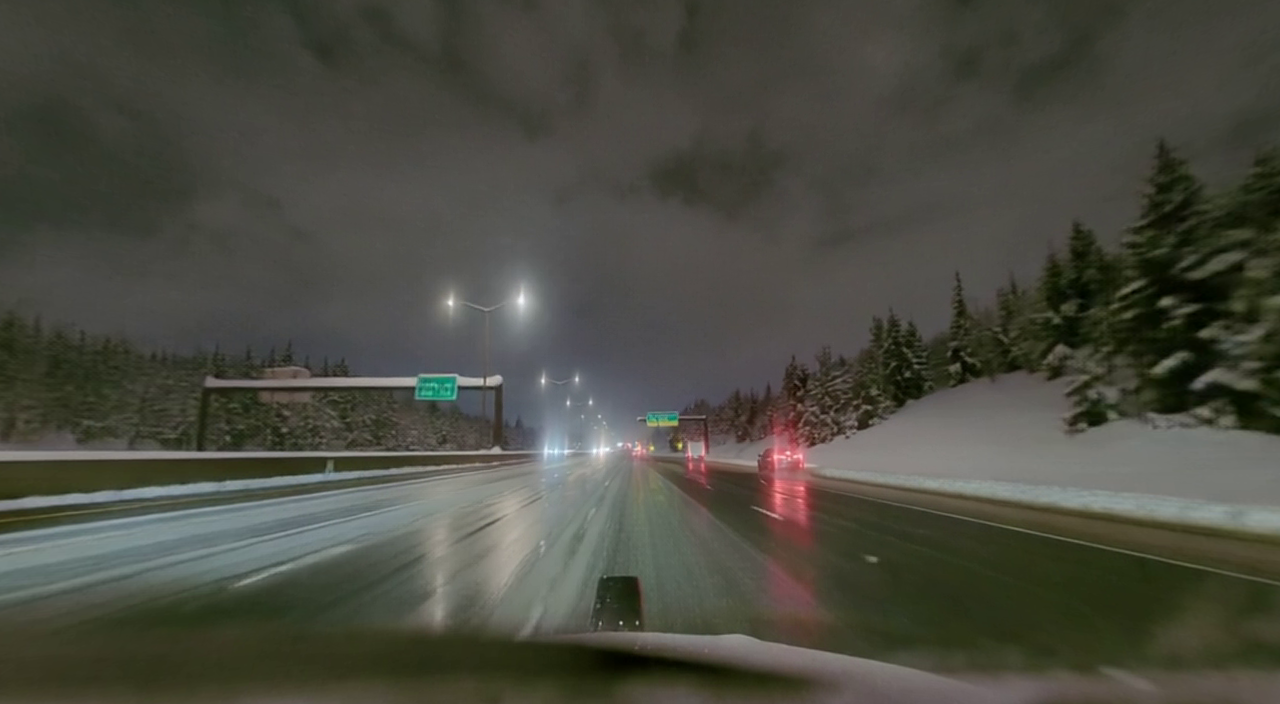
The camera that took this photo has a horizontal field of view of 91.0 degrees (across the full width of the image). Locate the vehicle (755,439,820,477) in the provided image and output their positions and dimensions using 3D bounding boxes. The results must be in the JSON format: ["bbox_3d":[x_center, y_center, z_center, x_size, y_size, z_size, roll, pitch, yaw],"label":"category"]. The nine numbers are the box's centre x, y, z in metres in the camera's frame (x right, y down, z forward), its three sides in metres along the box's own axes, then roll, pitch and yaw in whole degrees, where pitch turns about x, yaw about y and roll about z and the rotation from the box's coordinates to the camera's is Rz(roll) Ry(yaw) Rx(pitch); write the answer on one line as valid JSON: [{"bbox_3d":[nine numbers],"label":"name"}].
[{"bbox_3d":[7.432,5.377,32.214,2.167,1.781,4.340,0,-9,-1],"label":"vehicle"}]
